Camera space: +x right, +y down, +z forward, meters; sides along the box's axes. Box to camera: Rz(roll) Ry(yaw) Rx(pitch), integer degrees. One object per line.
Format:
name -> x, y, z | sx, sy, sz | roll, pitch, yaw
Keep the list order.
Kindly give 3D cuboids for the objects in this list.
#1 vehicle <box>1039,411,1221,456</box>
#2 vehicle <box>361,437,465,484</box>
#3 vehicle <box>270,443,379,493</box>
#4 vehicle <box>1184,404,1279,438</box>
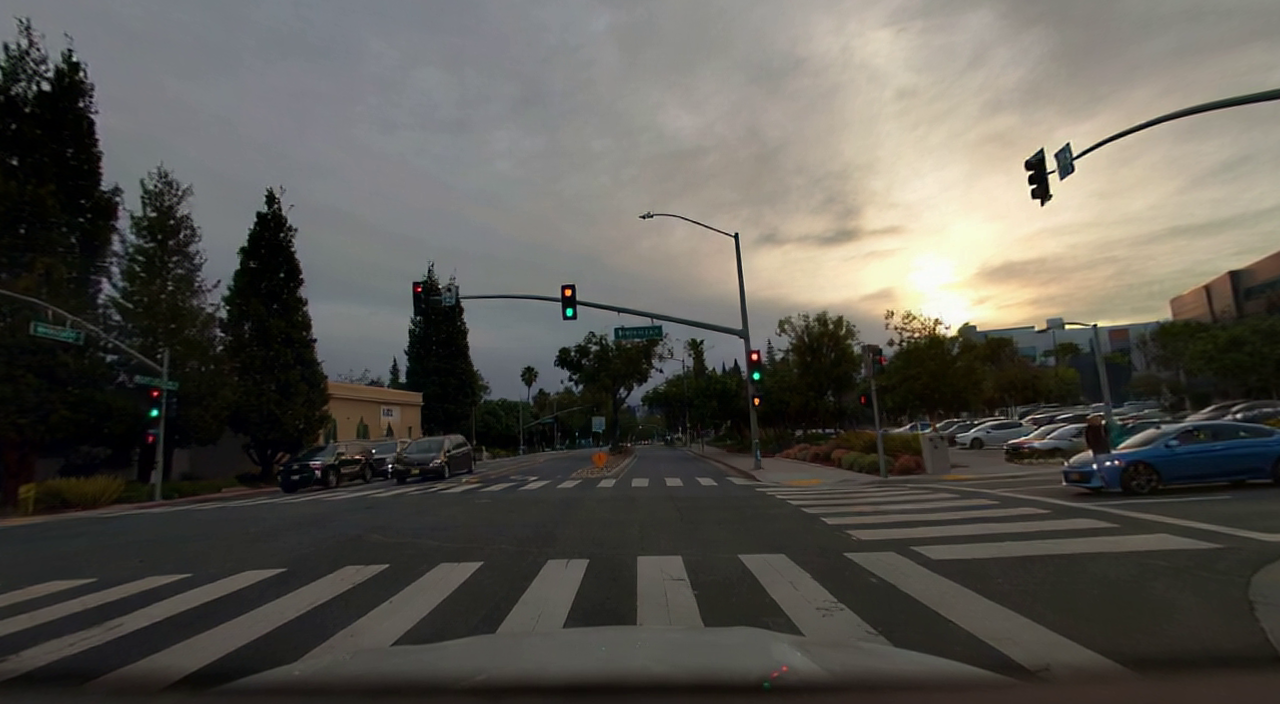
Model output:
vehicle -> 16.923, 2.908, 22.128 | 4.560, 1.453, 1.851 | -3, -9, 18
vehicle -> -10.172, 4.923, 28.971 | 2.664, 1.940, 5.702 | 0, -9, 0
vehicle -> -13.790, 5.066, 28.052 | 2.306, 1.957, 4.968 | 0, -9, -1
vehicle -> 34.789, 4.019, 36.651 | 4.326, 1.511, 1.725 | -8, -9, 17
